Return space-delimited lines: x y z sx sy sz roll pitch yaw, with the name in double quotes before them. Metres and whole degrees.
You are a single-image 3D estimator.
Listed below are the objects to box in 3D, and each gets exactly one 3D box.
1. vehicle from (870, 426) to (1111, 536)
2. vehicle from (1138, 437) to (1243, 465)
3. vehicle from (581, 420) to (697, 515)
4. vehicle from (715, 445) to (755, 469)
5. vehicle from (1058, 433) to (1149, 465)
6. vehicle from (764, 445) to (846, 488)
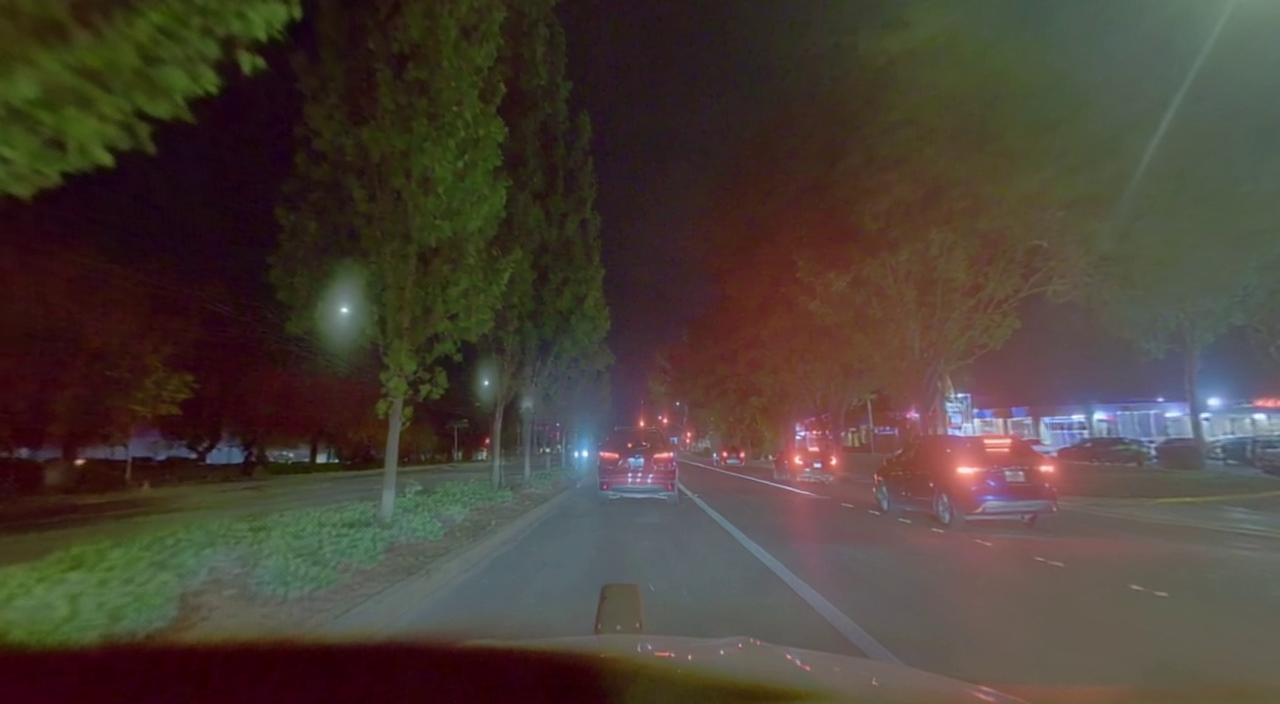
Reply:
"vehicle" 6.337 2.362 12.206 2.056 1.703 4.428 0 -9 0
"vehicle" 33.252 5.996 38.373 1.959 1.580 4.873 0 -9 0
"vehicle" -0.022 2.636 14.820 2.320 1.880 4.192 0 -9 0
"vehicle" 6.516 7.262 43.883 1.914 1.523 4.287 0 -9 -2
"vehicle" 27.826 5.858 38.130 1.967 1.803 4.305 0 -9 -3
"vehicle" 6.493 4.533 25.460 2.035 1.553 4.465 0 -9 -1
